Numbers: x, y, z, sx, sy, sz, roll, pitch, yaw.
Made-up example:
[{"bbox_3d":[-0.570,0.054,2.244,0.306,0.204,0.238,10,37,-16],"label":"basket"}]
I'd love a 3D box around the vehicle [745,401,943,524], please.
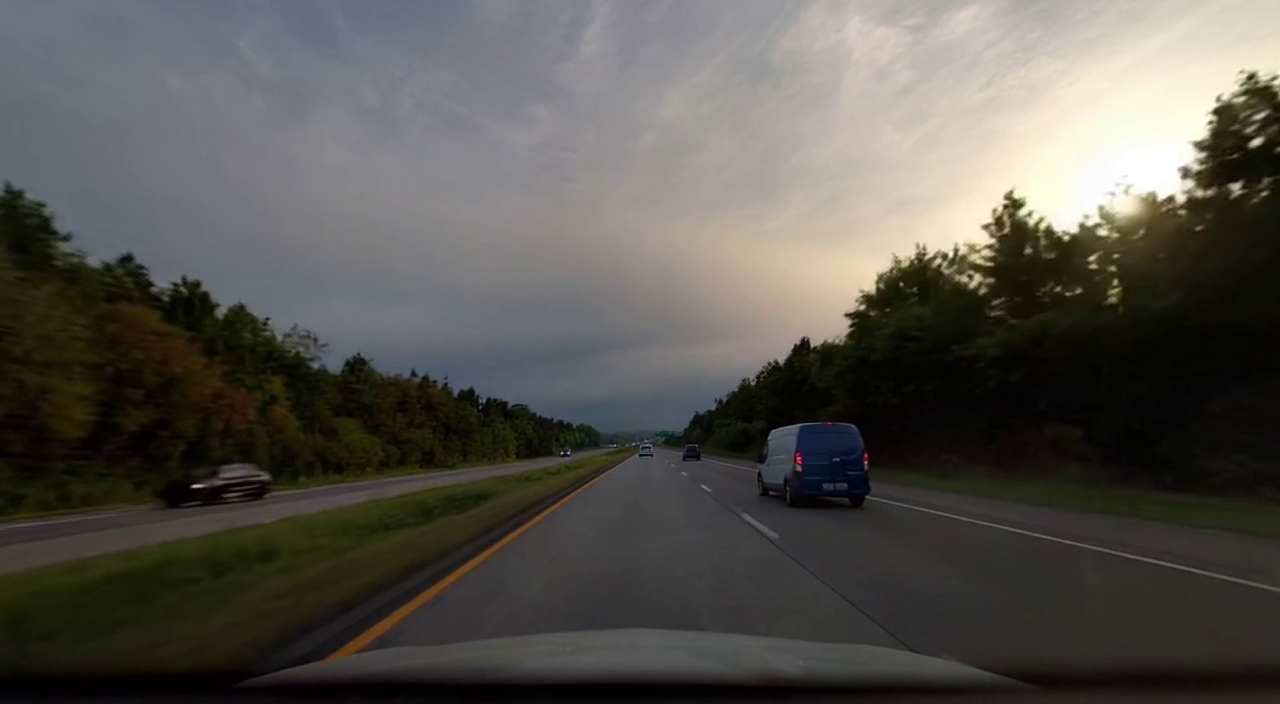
[{"bbox_3d":[3.835,2.225,13.051,2.371,2.045,4.768,0,-9,-1],"label":"vehicle"}]

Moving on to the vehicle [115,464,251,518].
[{"bbox_3d":[-13.262,4.011,18.528,1.530,1.346,3.220,-1,-9,1],"label":"vehicle"}]
